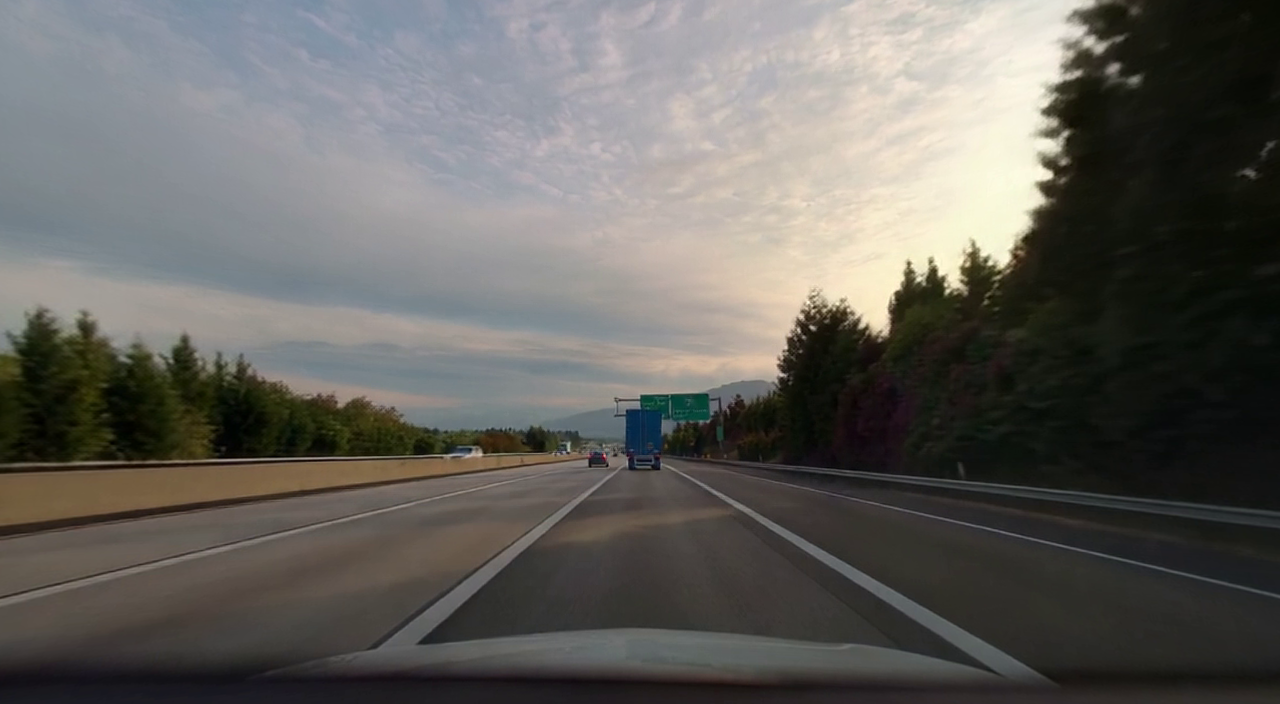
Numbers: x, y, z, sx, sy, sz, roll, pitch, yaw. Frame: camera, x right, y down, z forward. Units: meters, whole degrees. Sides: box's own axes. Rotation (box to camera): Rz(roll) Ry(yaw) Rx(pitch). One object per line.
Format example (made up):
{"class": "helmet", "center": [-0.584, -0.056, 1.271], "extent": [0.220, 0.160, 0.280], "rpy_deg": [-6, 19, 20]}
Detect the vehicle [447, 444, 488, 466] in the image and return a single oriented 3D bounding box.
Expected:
{"class": "vehicle", "center": [-13.422, 8.070, 49.270], "extent": [1.957, 1.611, 4.223], "rpy_deg": [0, -9, 0]}

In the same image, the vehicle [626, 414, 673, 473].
{"class": "vehicle", "center": [0.485, 6.416, 43.956], "extent": [2.893, 3.628, 9.081], "rpy_deg": [0, -9, -2]}
